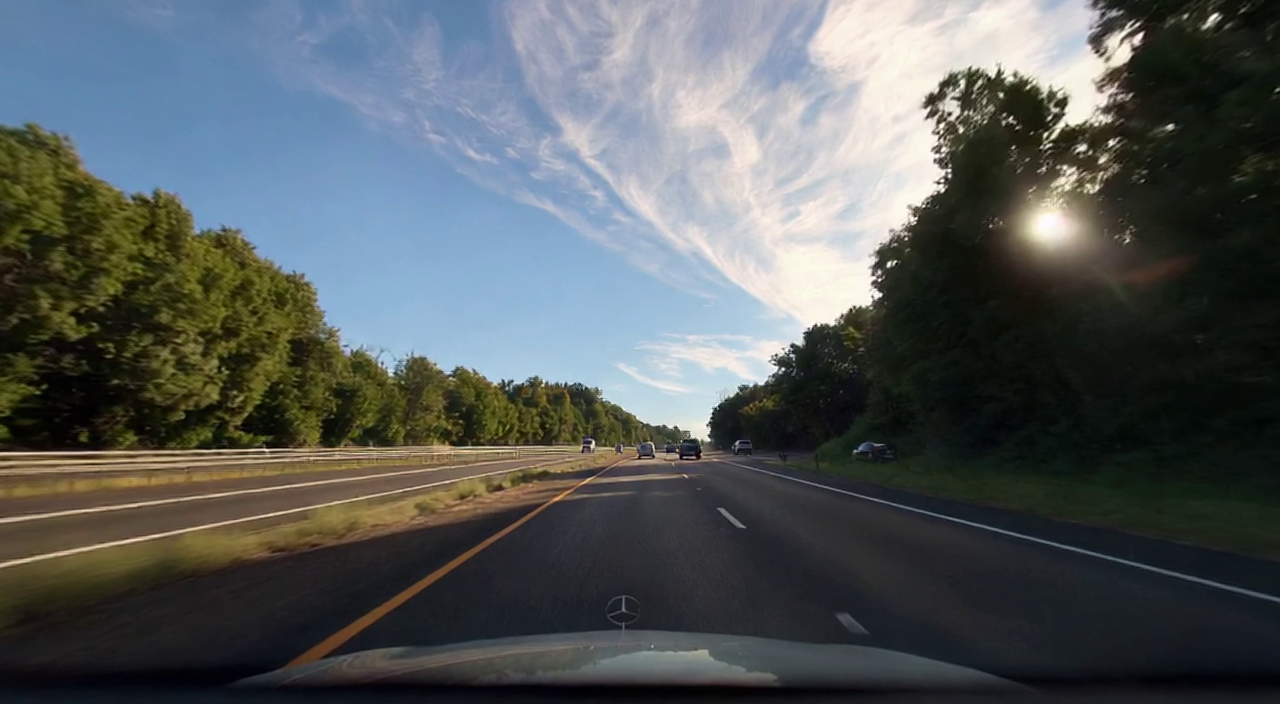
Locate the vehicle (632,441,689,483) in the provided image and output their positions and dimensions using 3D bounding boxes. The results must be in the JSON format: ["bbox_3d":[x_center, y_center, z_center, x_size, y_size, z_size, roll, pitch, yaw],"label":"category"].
[{"bbox_3d":[0.750,4.329,25.048,2.053,1.483,4.185,0,-9,0],"label":"vehicle"}]

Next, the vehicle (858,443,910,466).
[{"bbox_3d":[16.726,7.046,43.345,1.926,1.483,3.528,0,-9,-4],"label":"vehicle"}]
